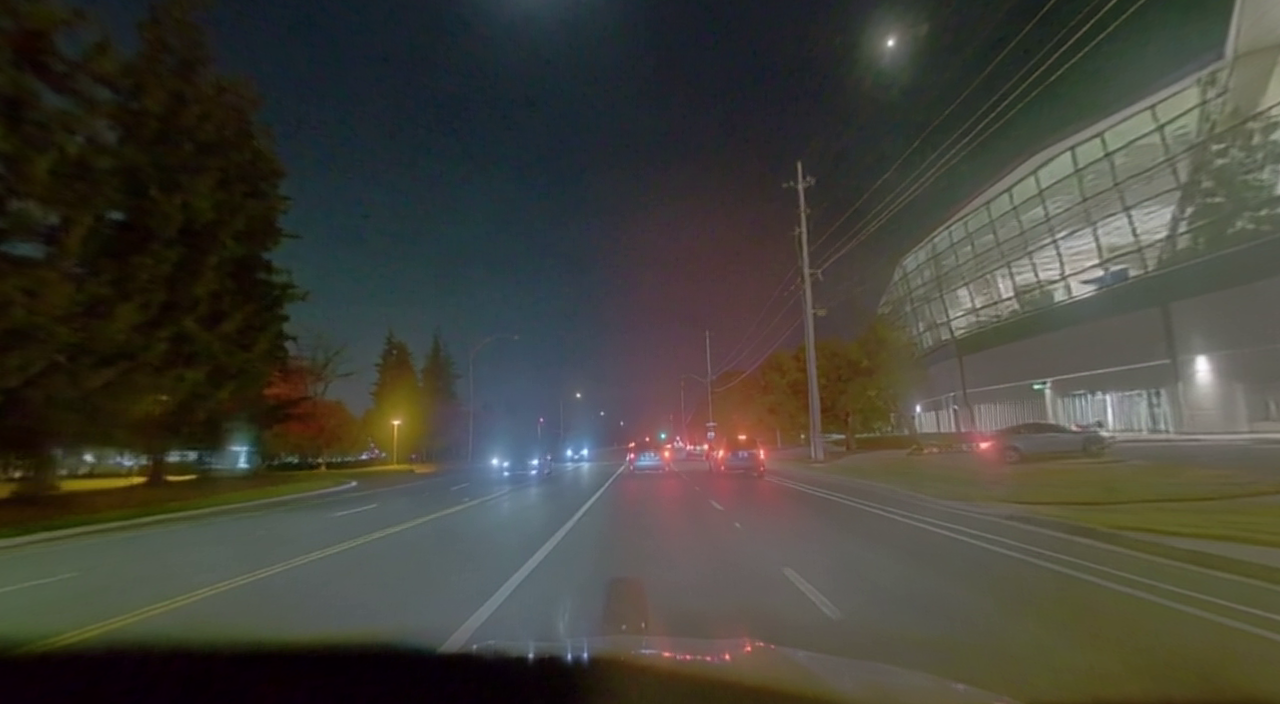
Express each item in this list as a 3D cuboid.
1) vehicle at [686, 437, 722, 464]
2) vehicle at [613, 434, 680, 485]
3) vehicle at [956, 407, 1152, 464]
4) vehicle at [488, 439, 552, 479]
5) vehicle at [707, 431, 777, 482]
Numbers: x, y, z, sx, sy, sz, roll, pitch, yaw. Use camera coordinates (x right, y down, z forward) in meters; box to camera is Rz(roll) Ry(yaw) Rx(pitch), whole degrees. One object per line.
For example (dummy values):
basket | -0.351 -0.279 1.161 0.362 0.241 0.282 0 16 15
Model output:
vehicle | 4.382 6.820 43.772 2.024 1.711 4.512 0 -8 1
vehicle | 0.241 3.883 23.019 2.200 1.653 4.127 0 -8 1
vehicle | 15.417 3.214 23.897 5.731 1.720 2.822 -9 -10 31
vehicle | -5.921 5.342 31.700 2.193 1.802 4.946 0 -8 1
vehicle | 3.678 3.850 23.477 1.914 1.698 4.049 0 -8 0
